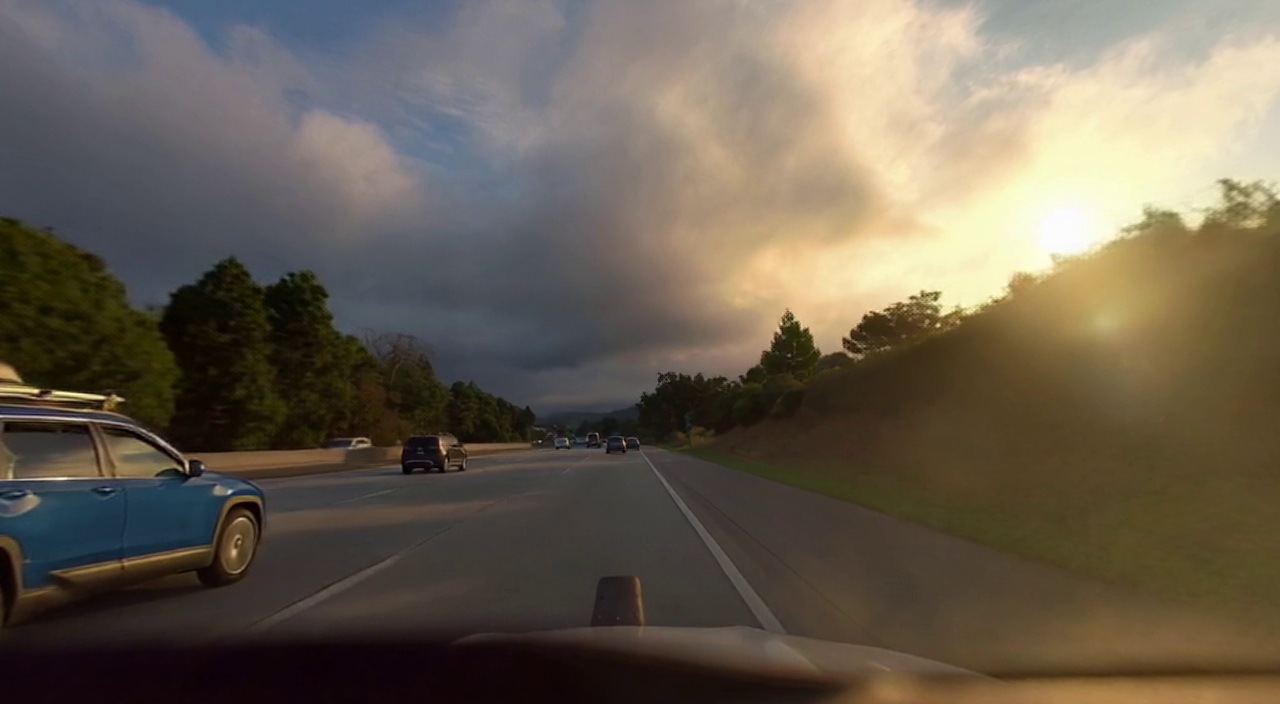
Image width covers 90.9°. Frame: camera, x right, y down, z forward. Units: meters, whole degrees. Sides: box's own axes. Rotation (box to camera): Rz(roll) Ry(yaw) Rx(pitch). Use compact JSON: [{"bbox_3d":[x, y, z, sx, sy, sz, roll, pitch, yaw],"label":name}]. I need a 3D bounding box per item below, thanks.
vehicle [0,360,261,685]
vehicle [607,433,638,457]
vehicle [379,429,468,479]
[{"bbox_3d":[-4.510,0.931,3.428,2.069,1.748,4.652,0,-8,-1],"label":"vehicle"},{"bbox_3d":[-1.240,6.705,45.560,2.178,1.658,3.916,0,-8,-1],"label":"vehicle"},{"bbox_3d":[-8.240,3.897,24.446,1.964,1.745,4.338,0,-8,-1],"label":"vehicle"}]
